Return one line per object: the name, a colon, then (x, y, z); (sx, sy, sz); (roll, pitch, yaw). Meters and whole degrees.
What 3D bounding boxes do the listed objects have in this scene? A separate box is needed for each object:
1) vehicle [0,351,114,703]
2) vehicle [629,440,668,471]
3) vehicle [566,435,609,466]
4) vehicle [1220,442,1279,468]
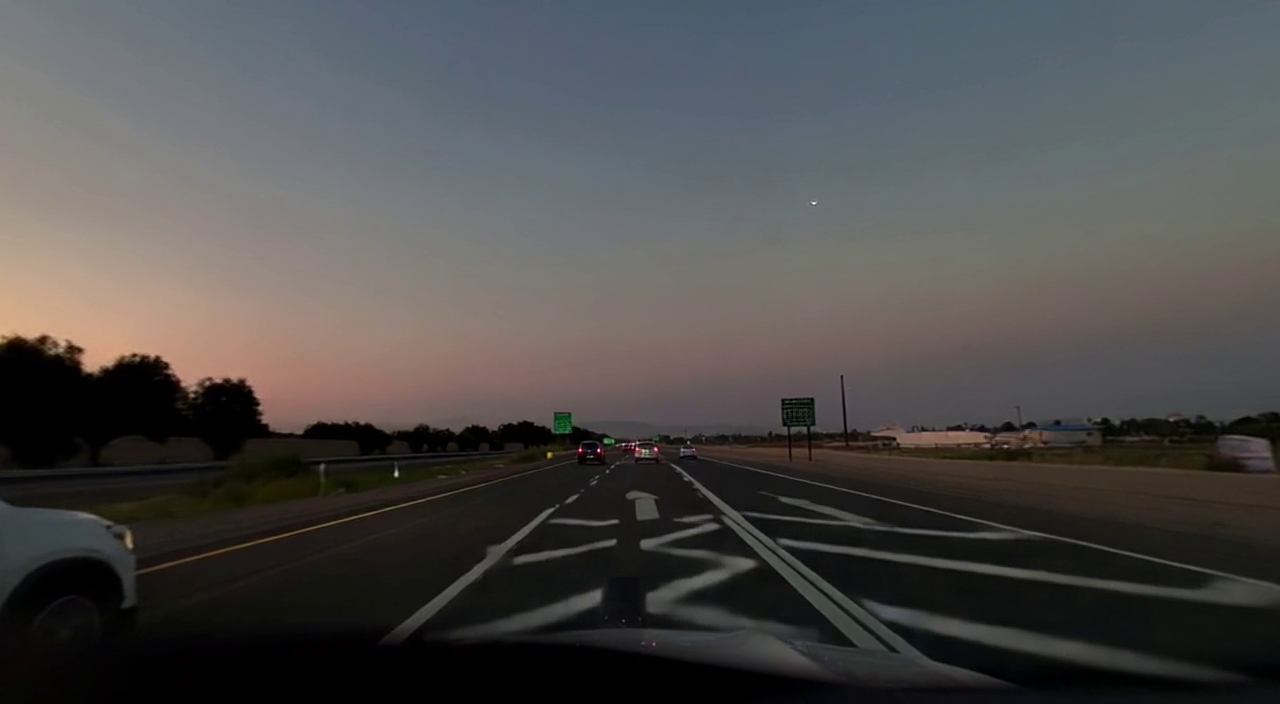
vehicle: (-3.946, 0.622, 0.973); (2.239, 1.761, 4.620); (0, -8, 0)
vehicle: (0.433, 5.538, 33.979); (2.000, 1.558, 3.945); (0, -8, 0)
vehicle: (-3.593, 6.861, 44.092); (2.403, 1.946, 5.623); (0, -8, 1)
vehicle: (40.193, 6.710, 41.293); (4.459, 1.602, 1.987); (5, -10, -31)
